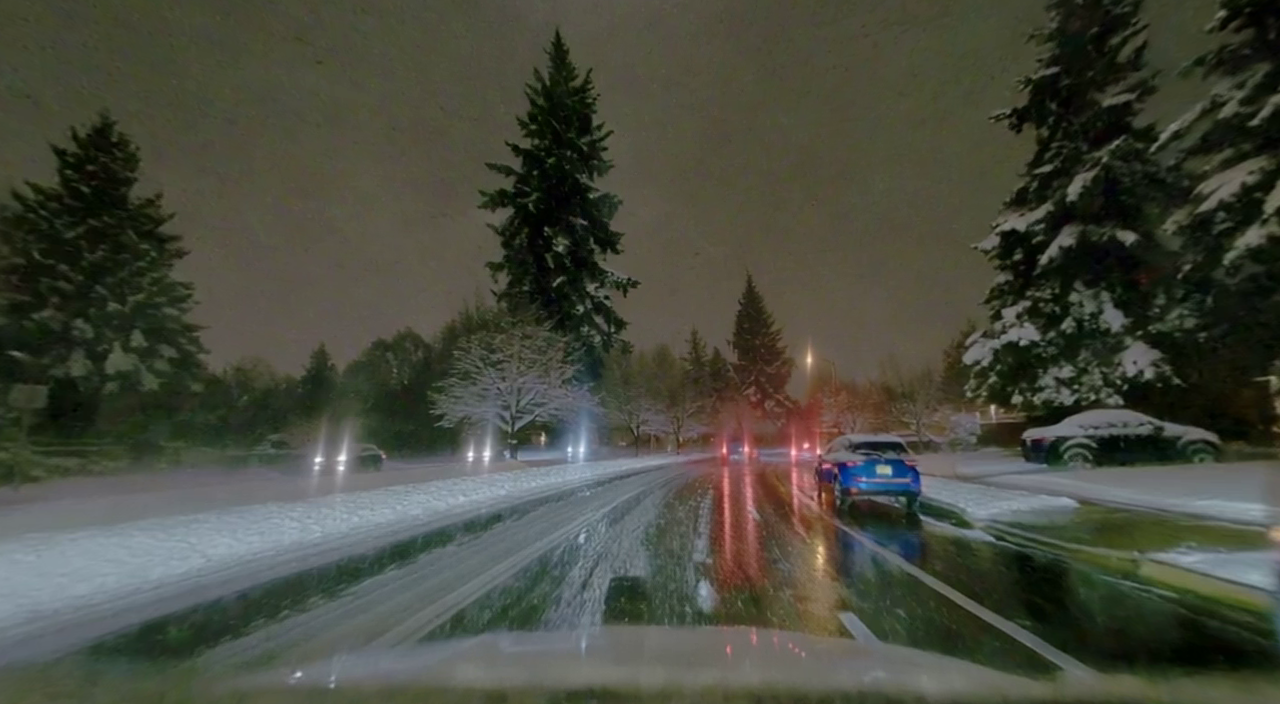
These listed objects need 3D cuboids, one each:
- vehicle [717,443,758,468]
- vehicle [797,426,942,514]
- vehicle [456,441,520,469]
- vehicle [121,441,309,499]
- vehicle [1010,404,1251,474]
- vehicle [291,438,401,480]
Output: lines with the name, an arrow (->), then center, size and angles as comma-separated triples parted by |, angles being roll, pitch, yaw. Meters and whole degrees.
vehicle -> 6.098, 6.433, 39.217 | 2.050, 1.456, 4.003 | -2, -9, 15
vehicle -> 5.072, 2.648, 14.628 | 2.169, 1.713, 4.137 | -1, -9, 6
vehicle -> -8.854, 6.045, 37.092 | 1.907, 1.539, 4.430 | -2, -9, 11
vehicle -> -12.035, 3.343, 18.323 | 1.774, 1.447, 4.575 | -2, -9, 9
vehicle -> 12.904, 2.345, 16.873 | 4.612, 1.721, 2.052 | 0, -8, 2
vehicle -> -14.057, 5.148, 30.568 | 2.281, 1.822, 5.025 | -2, -9, 10
